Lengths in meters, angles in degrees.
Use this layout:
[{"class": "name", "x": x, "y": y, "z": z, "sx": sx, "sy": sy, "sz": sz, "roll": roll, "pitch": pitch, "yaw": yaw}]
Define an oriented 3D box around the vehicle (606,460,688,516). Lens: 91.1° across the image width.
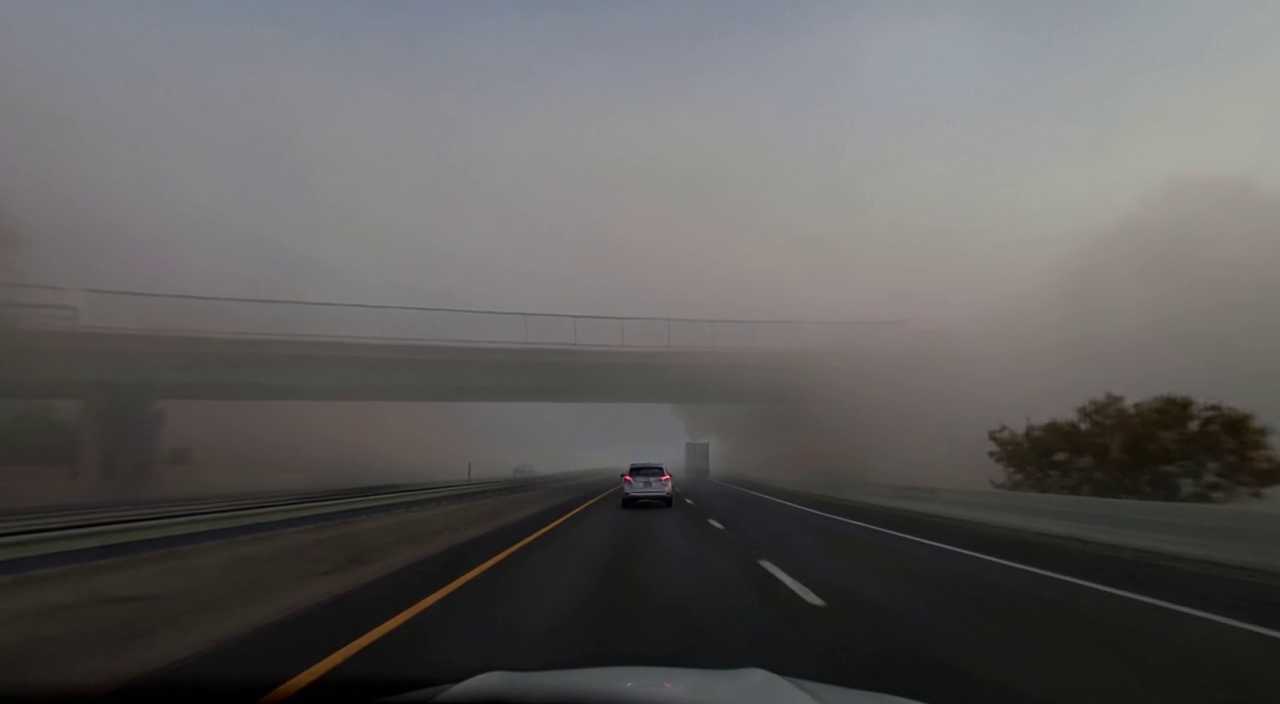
[{"class": "vehicle", "x": 0.187, "y": 3.958, "z": 18.551, "sx": 2.156, "sy": 1.444, "sz": 3.762, "roll": 1, "pitch": -10, "yaw": 0}]
